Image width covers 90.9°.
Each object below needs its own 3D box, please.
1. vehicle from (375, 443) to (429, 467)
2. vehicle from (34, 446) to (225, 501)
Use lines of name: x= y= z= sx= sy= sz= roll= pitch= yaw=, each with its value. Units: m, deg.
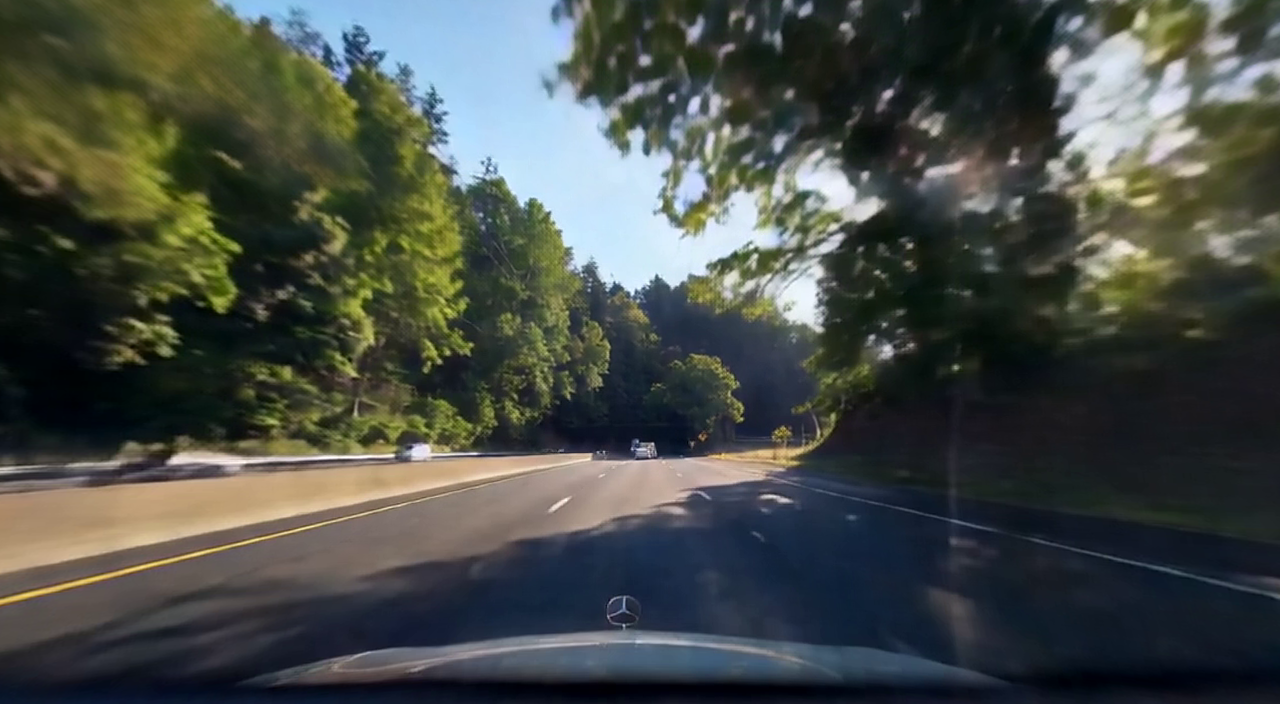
vehicle: x=-18.652 y=8.100 z=49.703 sx=2.144 sy=1.802 sz=4.976 roll=0 pitch=-9 yaw=2
vehicle: x=-15.876 y=3.776 z=20.055 sx=1.942 sy=1.504 sz=4.894 roll=0 pitch=-9 yaw=1
